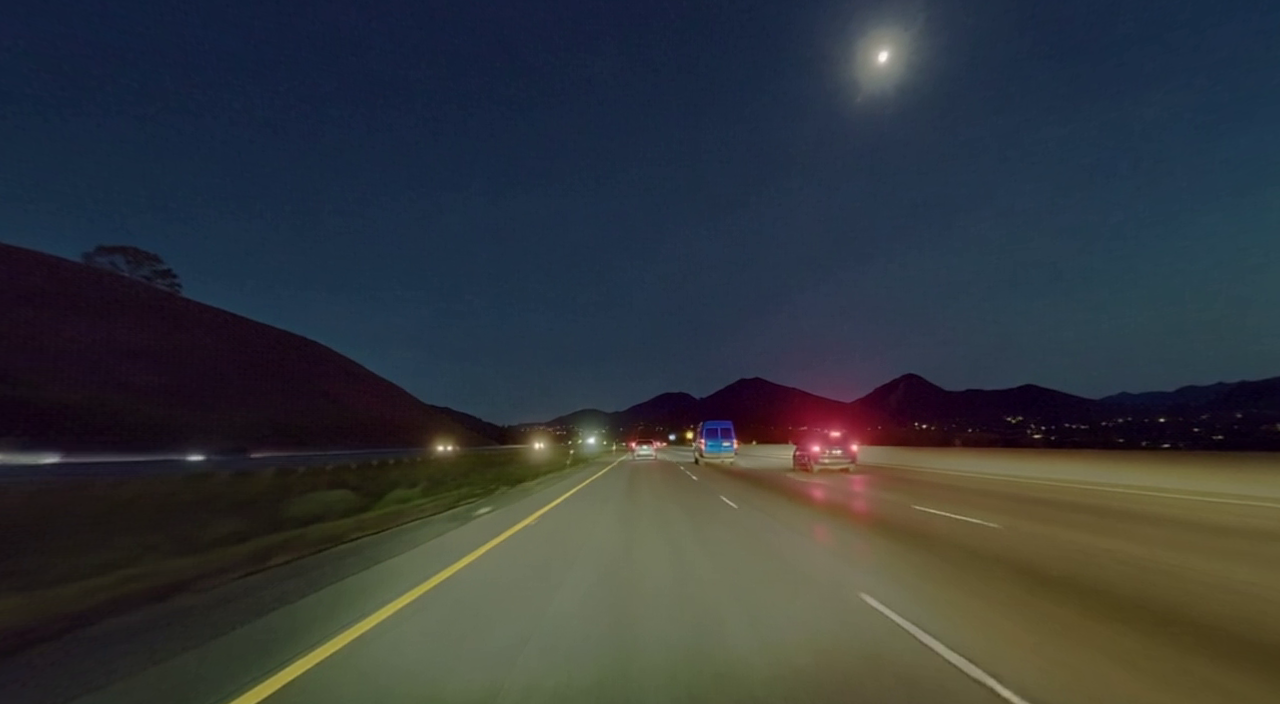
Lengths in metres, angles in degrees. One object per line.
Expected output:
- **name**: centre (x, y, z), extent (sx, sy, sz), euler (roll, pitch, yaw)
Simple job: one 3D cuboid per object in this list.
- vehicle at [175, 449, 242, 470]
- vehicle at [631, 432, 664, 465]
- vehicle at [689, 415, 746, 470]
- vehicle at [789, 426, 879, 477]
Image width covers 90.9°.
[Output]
- **vehicle**: centre (-31.879, 7.909, 46.765), extent (1.795, 1.448, 4.524), euler (0, -8, 0)
- **vehicle**: centre (0.487, 6.703, 43.921), extent (2.131, 2.122, 4.473), euler (0, -8, 0)
- **vehicle**: centre (4.044, 4.904, 34.235), extent (2.302, 2.670, 6.176), euler (0, -8, 0)
- **vehicle**: centre (8.089, 4.213, 26.892), extent (2.240, 1.925, 4.854), euler (0, -8, 0)
